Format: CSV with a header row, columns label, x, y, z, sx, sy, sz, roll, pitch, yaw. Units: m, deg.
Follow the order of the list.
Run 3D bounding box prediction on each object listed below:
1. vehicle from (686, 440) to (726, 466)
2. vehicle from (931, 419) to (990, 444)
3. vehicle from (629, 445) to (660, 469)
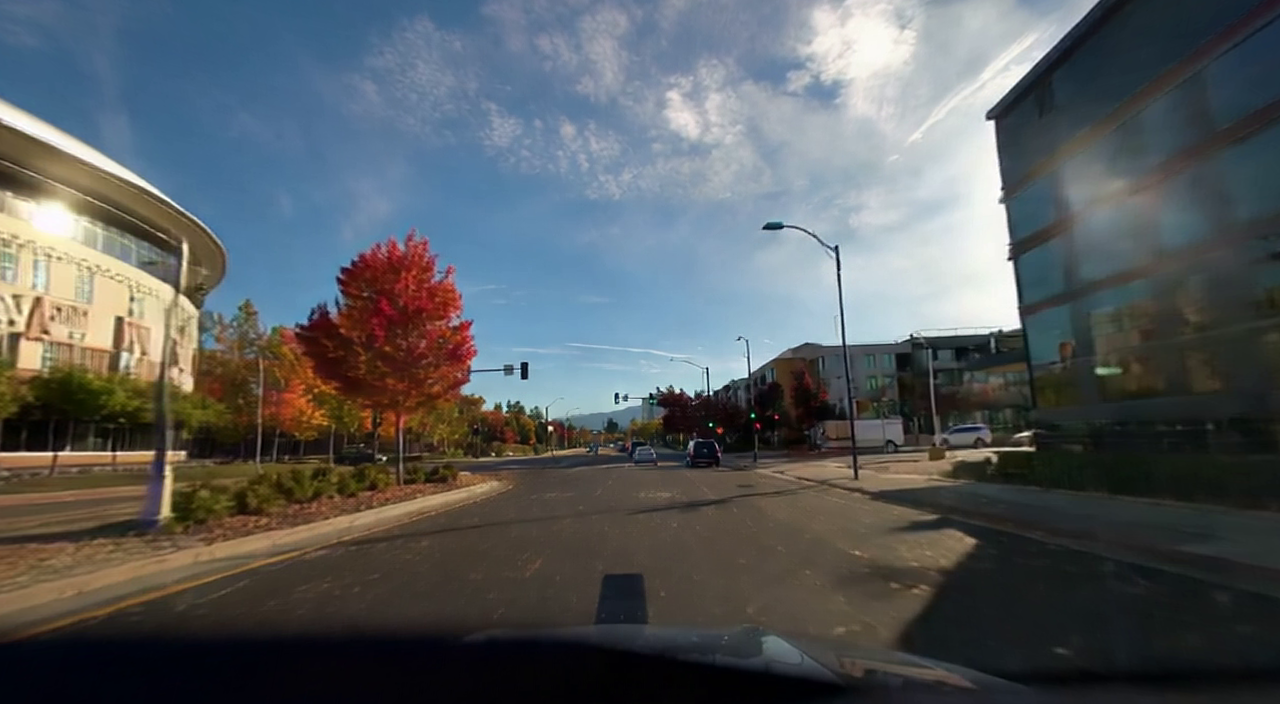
label,x,y,z,sx,sy,sz,roll,pitch,yaw
vehicle,4.621,7.160,44.830,2.174,1.749,4.739,1,-9,-2
vehicle,23.466,5.910,46.336,1.887,1.635,4.695,1,-10,0
vehicle,0.257,7.145,43.138,2.014,1.525,4.197,0,-9,-2
